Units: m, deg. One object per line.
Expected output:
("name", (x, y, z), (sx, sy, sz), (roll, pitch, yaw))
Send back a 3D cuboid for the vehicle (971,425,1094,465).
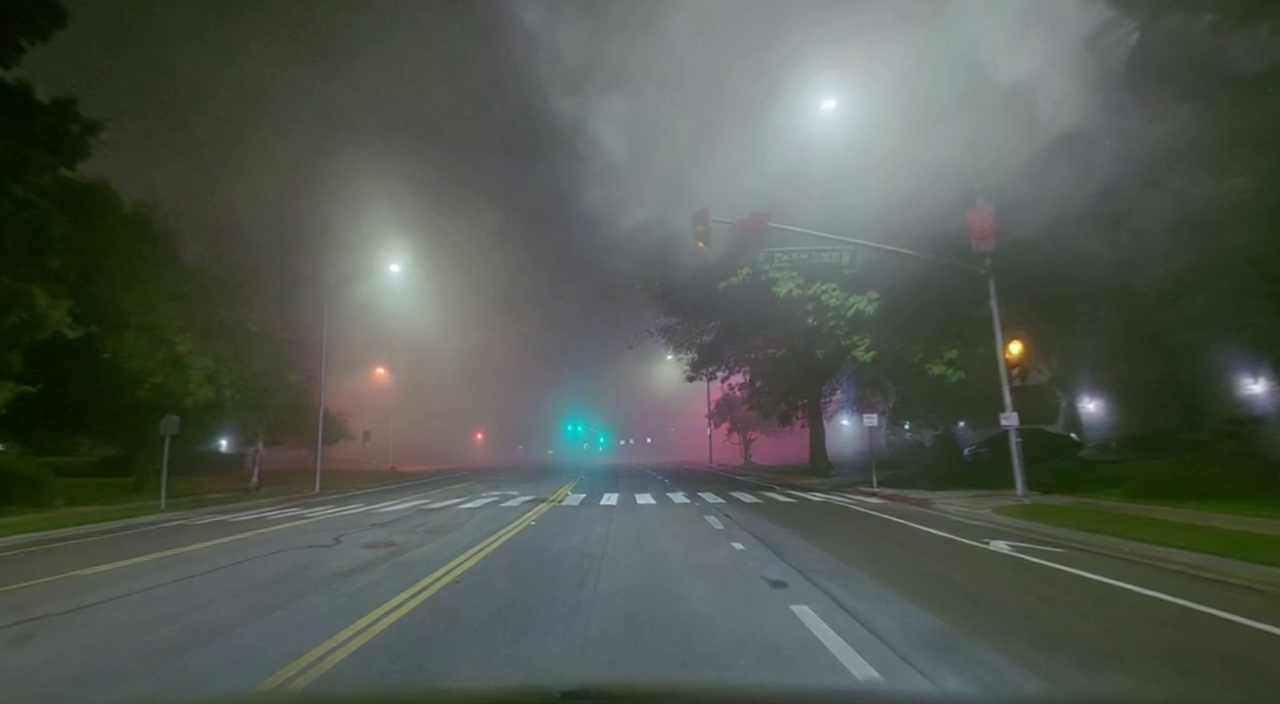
("vehicle", (18.304, 4.358, 29.557), (4.631, 1.757, 2.026), (2, -9, -10))
